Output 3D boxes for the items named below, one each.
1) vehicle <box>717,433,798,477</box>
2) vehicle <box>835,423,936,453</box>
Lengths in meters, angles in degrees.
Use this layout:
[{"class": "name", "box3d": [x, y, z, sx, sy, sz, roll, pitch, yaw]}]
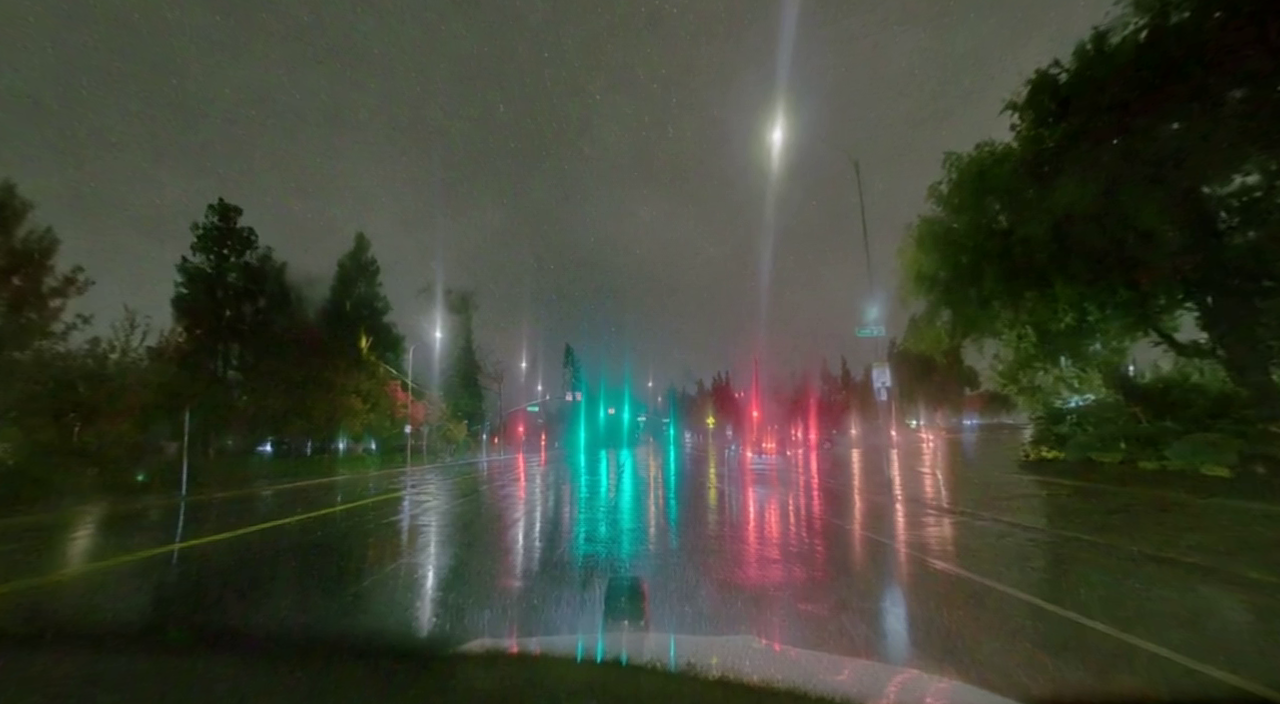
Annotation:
[{"class": "vehicle", "box3d": [4.215, 3.791, 23.356, 2.006, 1.448, 4.671, 0, -8, -1]}, {"class": "vehicle", "box3d": [12.116, 4.271, 31.302, 4.227, 1.451, 1.874, 0, -7, 1]}]
